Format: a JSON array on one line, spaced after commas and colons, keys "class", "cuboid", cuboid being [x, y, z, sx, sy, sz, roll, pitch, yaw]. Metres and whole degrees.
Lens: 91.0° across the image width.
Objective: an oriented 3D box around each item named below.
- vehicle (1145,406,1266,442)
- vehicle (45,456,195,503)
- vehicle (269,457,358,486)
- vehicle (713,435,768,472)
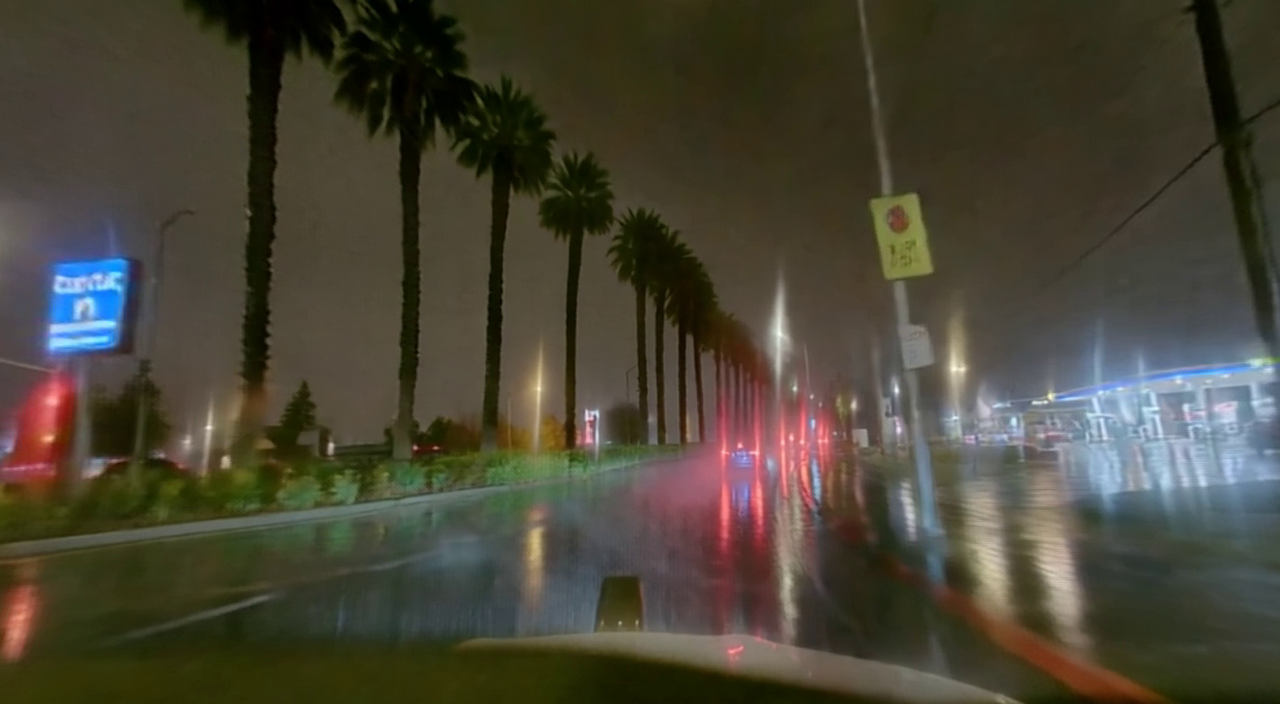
[{"class": "vehicle", "cuboid": [32.007, 4.128, 35.790, 4.513, 1.657, 2.002, -7, -10, 20]}, {"class": "vehicle", "cuboid": [-21.031, 5.115, 25.716, 1.884, 1.651, 4.330, -2, -9, 14]}, {"class": "vehicle", "cuboid": [-18.564, 6.807, 36.072, 1.825, 1.441, 4.656, -2, -9, 13]}, {"class": "vehicle", "cuboid": [4.568, 4.524, 28.147, 2.050, 1.509, 4.148, -2, -9, 14]}]
